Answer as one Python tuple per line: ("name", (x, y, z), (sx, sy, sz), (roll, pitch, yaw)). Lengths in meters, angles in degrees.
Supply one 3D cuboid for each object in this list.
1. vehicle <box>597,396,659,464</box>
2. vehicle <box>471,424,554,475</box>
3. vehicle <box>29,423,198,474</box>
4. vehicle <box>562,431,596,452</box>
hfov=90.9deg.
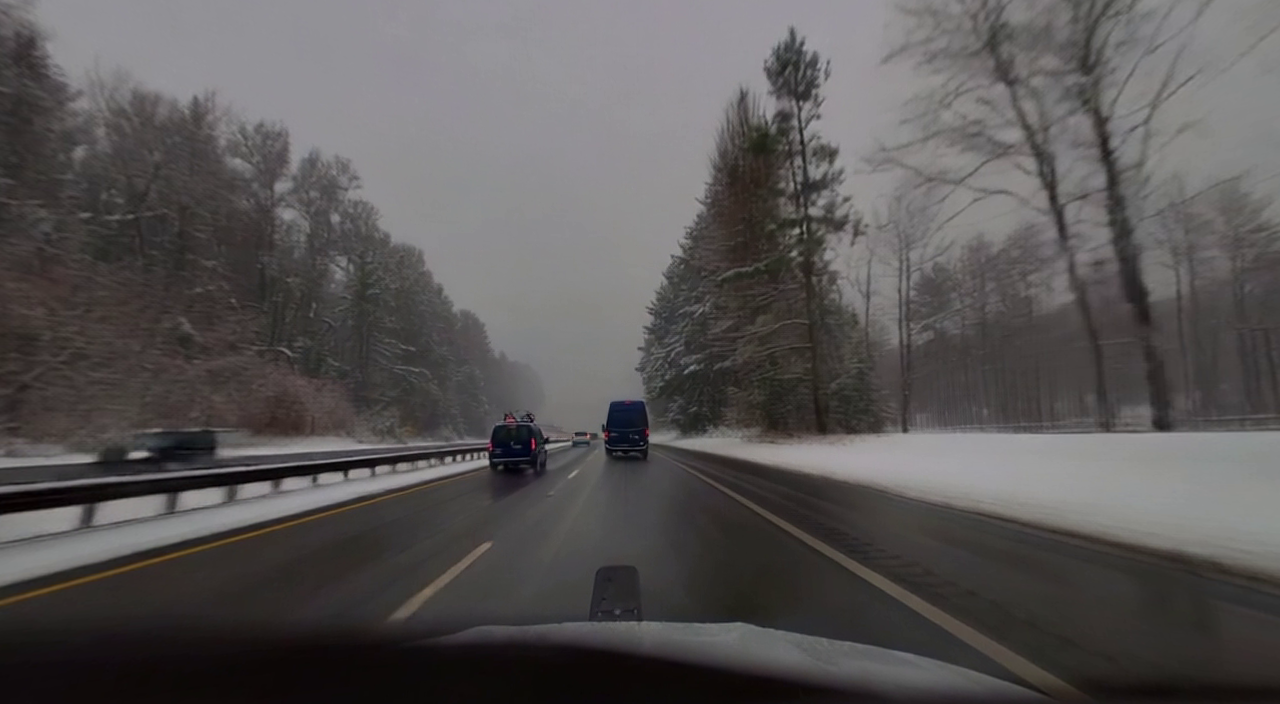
("vehicle", (-0.684, 3.784, 30.286), (2.647, 2.896, 6.480), (1, -8, -3))
("vehicle", (-4.439, 3.442, 22.649), (2.110, 1.636, 4.453), (0, -8, -1))
("vehicle", (-16.493, 3.014, 20.070), (1.735, 1.433, 4.237), (1, -7, -1))
("vehicle", (-4.425, 6.546, 46.142), (2.251, 1.459, 4.236), (0, -8, -2))
